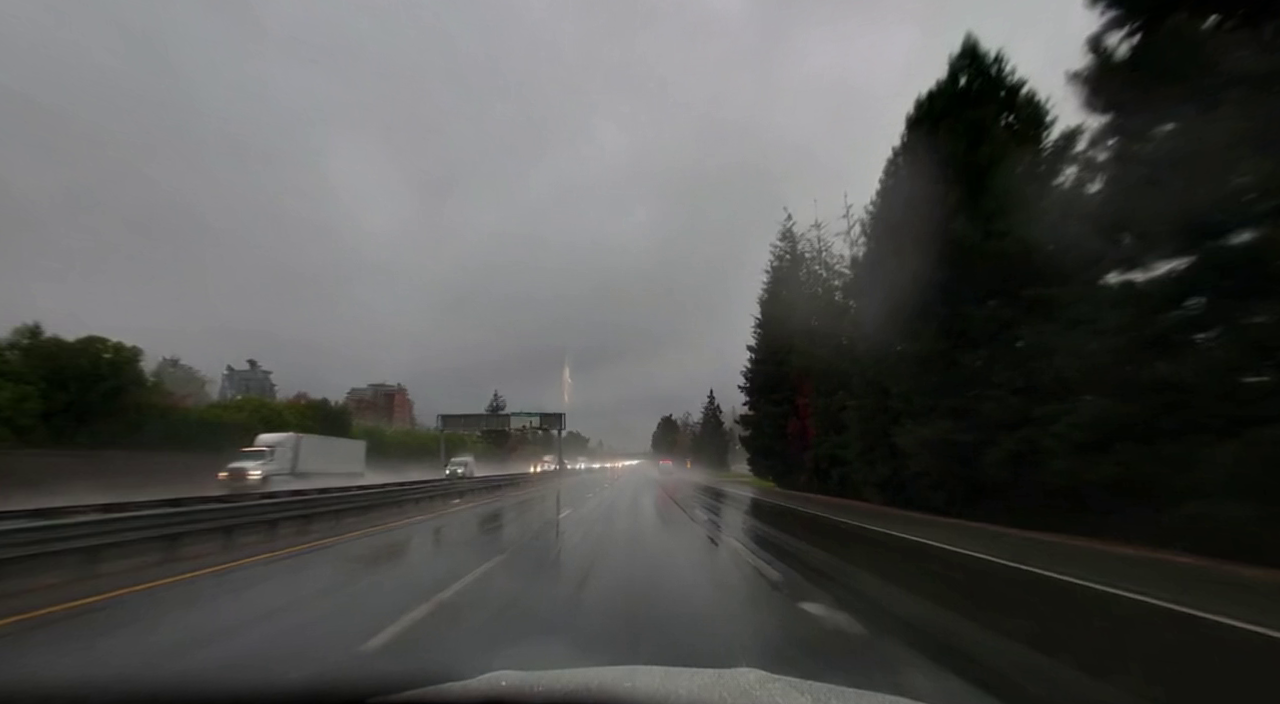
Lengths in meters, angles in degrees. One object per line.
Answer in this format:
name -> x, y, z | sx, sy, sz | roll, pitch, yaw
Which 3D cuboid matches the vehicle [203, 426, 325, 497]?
vehicle -> -20.255, 6.012, 34.445 | 2.966, 3.465, 5.874 | 1, -10, -1
